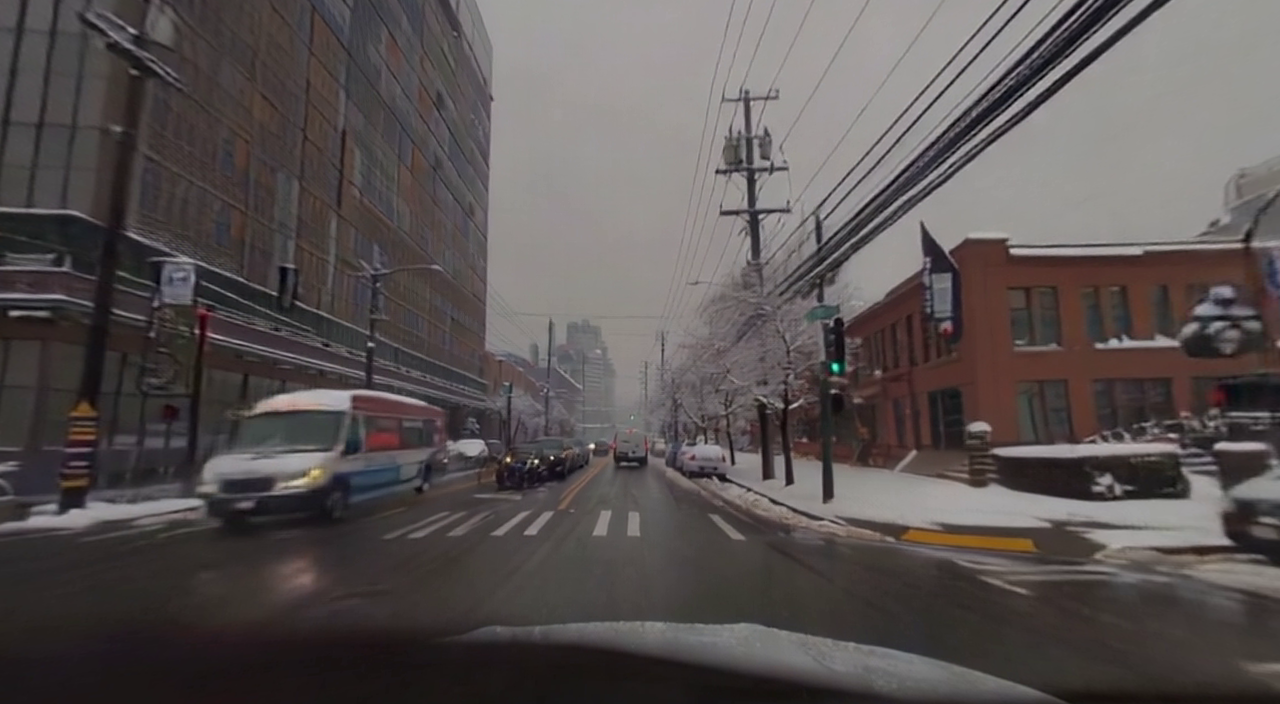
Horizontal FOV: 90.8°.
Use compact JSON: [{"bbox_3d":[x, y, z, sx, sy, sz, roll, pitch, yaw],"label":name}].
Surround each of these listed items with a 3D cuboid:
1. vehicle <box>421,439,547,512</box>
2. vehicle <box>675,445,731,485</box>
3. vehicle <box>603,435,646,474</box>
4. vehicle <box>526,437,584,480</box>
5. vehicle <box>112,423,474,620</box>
[{"bbox_3d":[-3.730,3.012,15.880,1.990,1.568,3.885,0,-8,3],"label":"vehicle"},{"bbox_3d":[2.693,4.936,27.985,1.934,1.633,4.271,1,-8,-2],"label":"vehicle"},{"bbox_3d":[-0.861,5.433,33.613,2.127,1.893,4.194,1,-8,-2],"label":"vehicle"},{"bbox_3d":[-3.654,4.681,28.051,1.983,1.727,4.294,0,-8,0],"label":"vehicle"},{"bbox_3d":[-3.431,1.711,7.396,2.026,1.616,4.109,0,-8,-3],"label":"vehicle"}]
